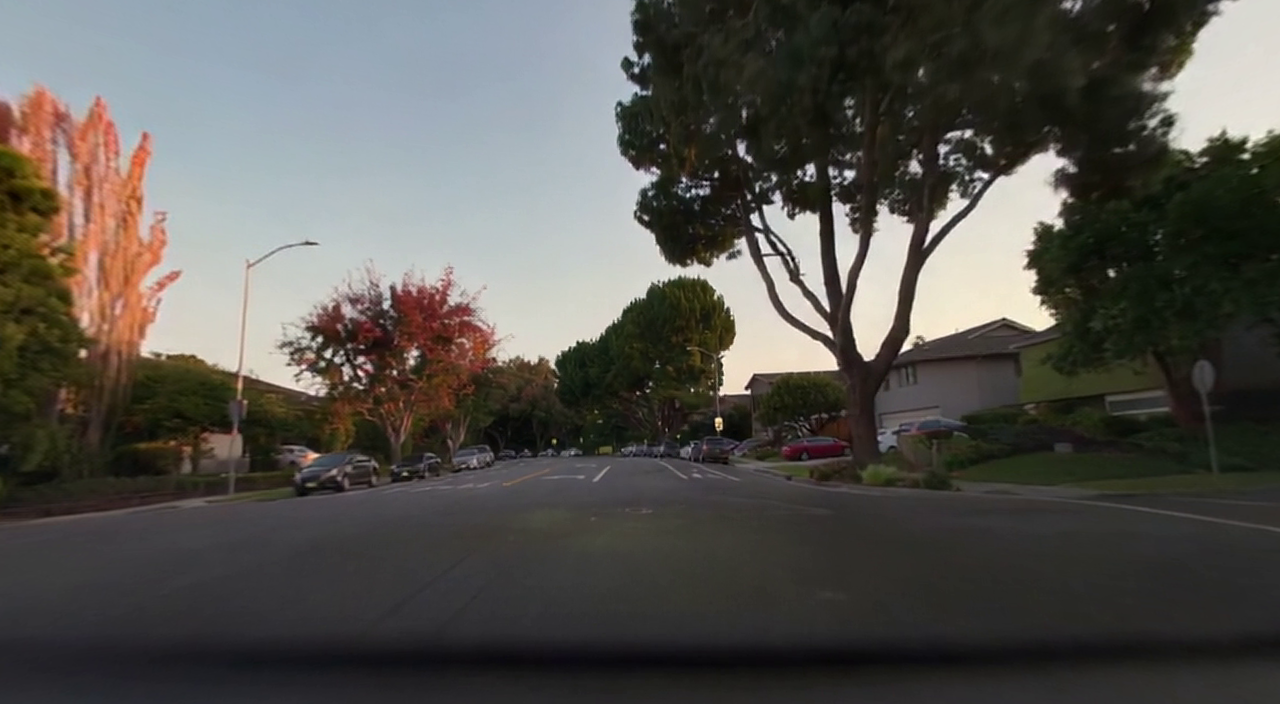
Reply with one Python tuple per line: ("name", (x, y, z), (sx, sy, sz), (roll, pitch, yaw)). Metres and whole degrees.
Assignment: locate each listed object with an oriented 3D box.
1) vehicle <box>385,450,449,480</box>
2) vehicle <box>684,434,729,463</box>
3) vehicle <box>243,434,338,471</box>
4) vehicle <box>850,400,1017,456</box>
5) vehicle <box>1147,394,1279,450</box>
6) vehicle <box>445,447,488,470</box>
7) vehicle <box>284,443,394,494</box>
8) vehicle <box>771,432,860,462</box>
("vehicle", (-11.517, 5.846, 32.960), (1.948, 1.410, 4.361), (0, -9, -3))
("vehicle", (4.330, 6.389, 41.893), (2.184, 1.770, 4.651), (1, -9, -4))
("vehicle", (-21.513, 6.154, 38.946), (4.828, 2.134, 2.187), (-2, -9, 16))
("vehicle", (12.892, 3.510, 28.125), (6.244, 2.050, 2.209), (-9, -13, 37))
("vehicle", (22.577, 2.682, 23.962), (4.831, 2.013, 2.082), (0, -9, -2))
("vehicle", (-12.105, 7.429, 44.348), (2.012, 1.478, 4.661), (1, -9, -4))
("vehicle", (-11.525, 4.449, 24.592), (2.037, 1.755, 4.434), (0, -8, 0))
("vehicle", (10.124, 5.535, 36.674), (4.512, 1.477, 1.927), (-2, -9, -3))
